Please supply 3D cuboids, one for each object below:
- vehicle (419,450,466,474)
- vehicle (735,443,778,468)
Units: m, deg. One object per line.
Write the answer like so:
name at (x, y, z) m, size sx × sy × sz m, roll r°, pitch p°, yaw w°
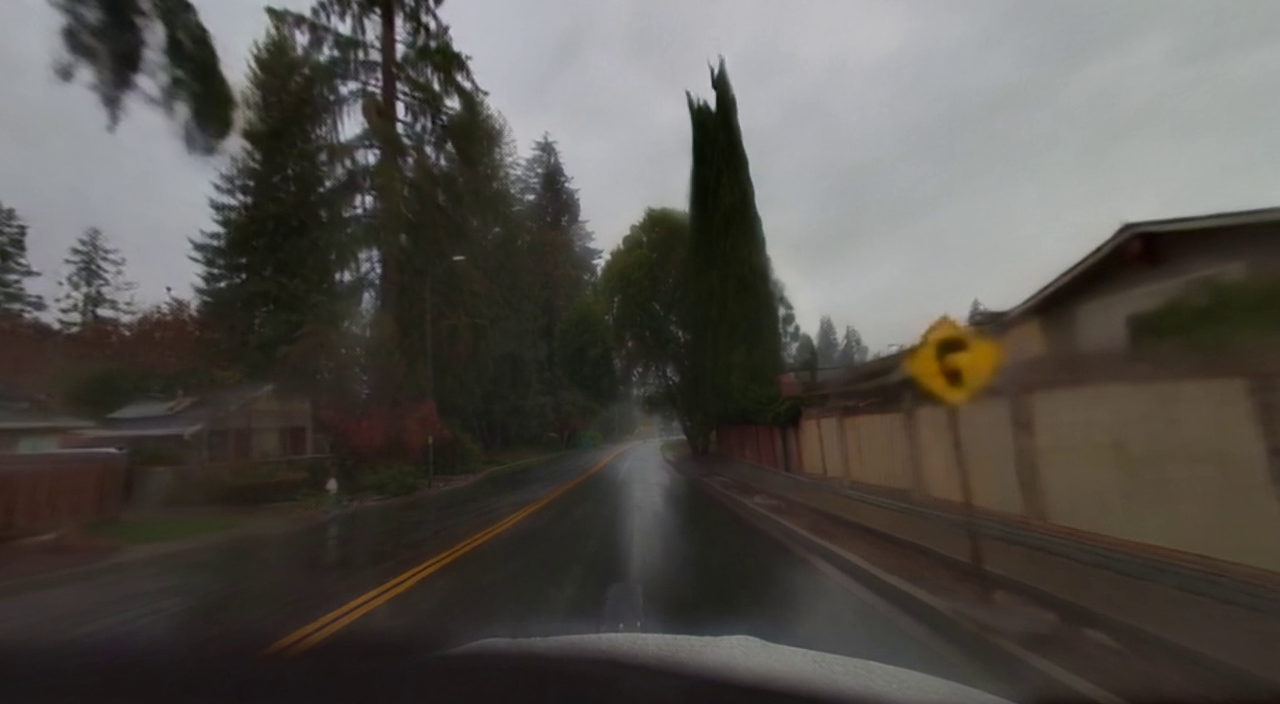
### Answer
vehicle at (-15.269, 8.512, 49.075) m, size 2.177 × 1.773 × 4.656 m, roll 0°, pitch -9°, yaw 0°
vehicle at (7.996, 7.133, 43.777) m, size 1.954 × 1.652 × 4.520 m, roll 0°, pitch -9°, yaw -2°
